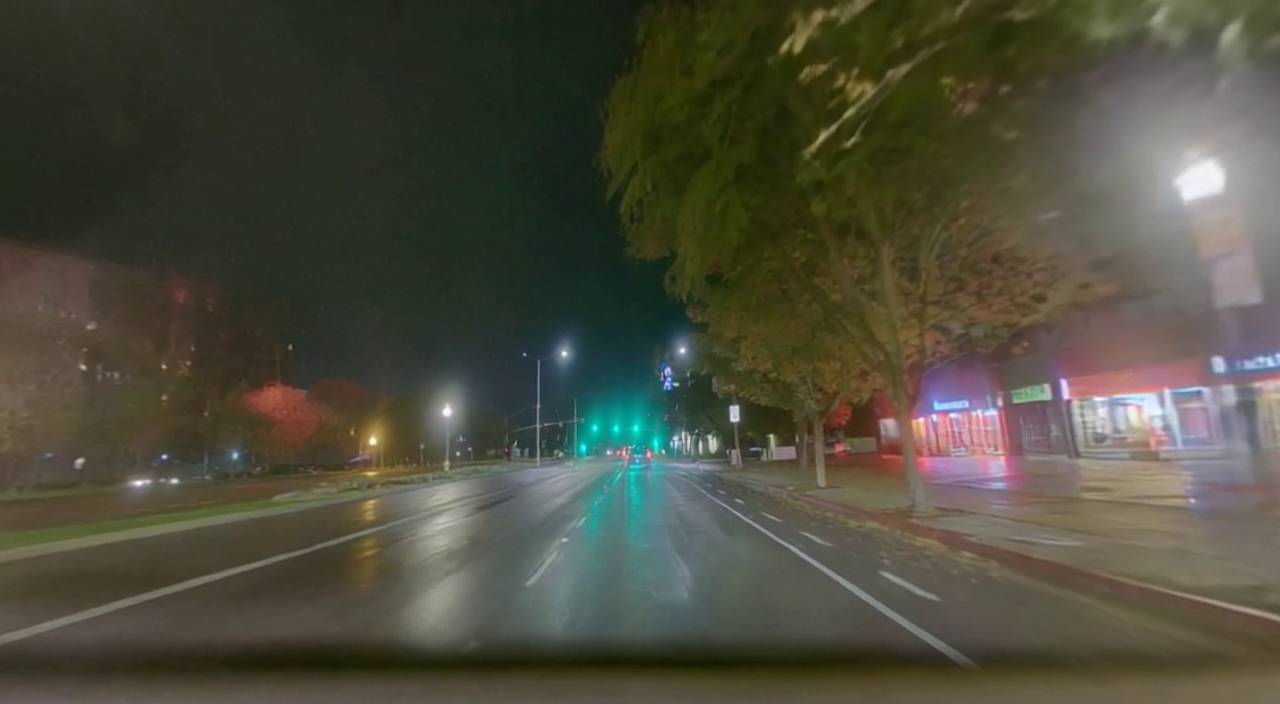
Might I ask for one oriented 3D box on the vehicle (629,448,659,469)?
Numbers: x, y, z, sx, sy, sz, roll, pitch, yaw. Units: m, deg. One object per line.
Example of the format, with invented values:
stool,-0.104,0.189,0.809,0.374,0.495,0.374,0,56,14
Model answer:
vehicle,0.263,7.798,46.329,2.115,1.461,3.976,0,-9,-1
